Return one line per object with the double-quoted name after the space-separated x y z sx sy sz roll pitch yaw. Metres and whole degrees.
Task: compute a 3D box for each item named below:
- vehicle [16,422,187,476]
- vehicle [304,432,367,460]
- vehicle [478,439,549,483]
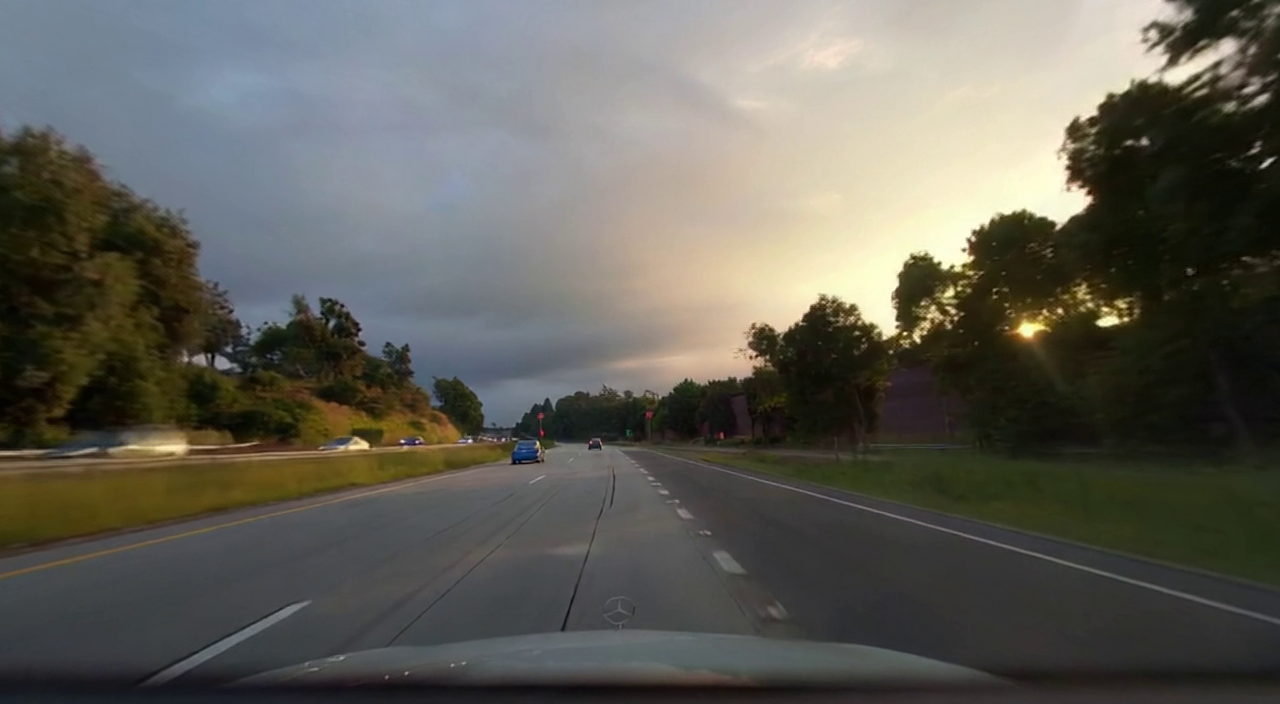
-17.393 3.144 20.696 2.029 1.579 4.139 0 -8 -2 "vehicle"
-17.355 5.356 36.130 1.780 1.474 3.845 0 -8 -3 "vehicle"
-4.406 3.831 22.502 1.874 1.369 3.875 0 -8 -2 "vehicle"
